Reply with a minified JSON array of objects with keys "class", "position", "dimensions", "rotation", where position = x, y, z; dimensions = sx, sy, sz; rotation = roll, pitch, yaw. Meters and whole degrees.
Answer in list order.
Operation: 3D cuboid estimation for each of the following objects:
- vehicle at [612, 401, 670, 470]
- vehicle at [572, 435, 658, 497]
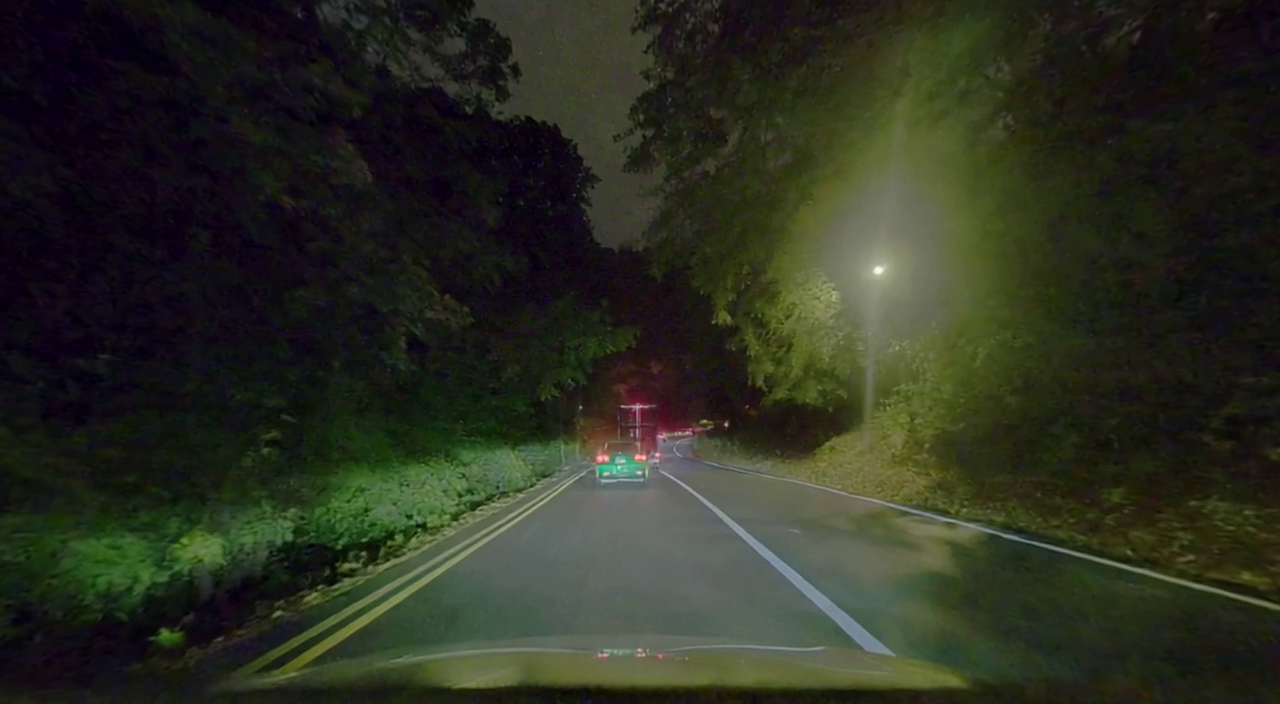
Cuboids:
[{"class":"vehicle","position":[-0.012,5.338,39.513],"dimensions":[3.085,3.682,11.755],"rotation":[0,-9,-1]},{"class":"vehicle","position":[-0.597,3.097,17.445],"dimensions":[2.076,1.490,4.078],"rotation":[0,-9,0]}]
